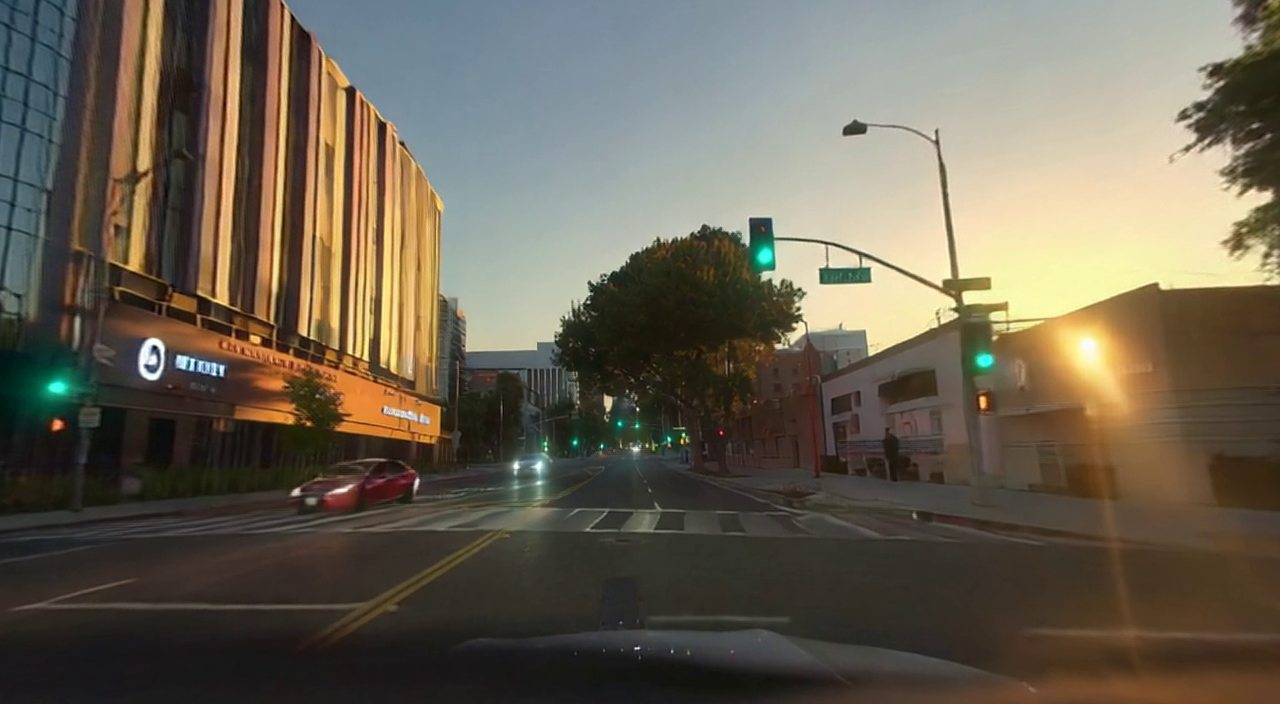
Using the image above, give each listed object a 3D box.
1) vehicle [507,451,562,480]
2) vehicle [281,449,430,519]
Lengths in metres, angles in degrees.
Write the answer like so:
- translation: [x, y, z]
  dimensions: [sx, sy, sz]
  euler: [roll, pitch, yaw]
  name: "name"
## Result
- translation: [-6.109, 6.617, 37.178]
  dimensions: [2.037, 1.563, 4.754]
  euler: [-1, -8, 4]
  name: "vehicle"
- translation: [-7.127, 3.296, 16.310]
  dimensions: [1.897, 1.537, 3.770]
  euler: [0, -8, 3]
  name: "vehicle"
